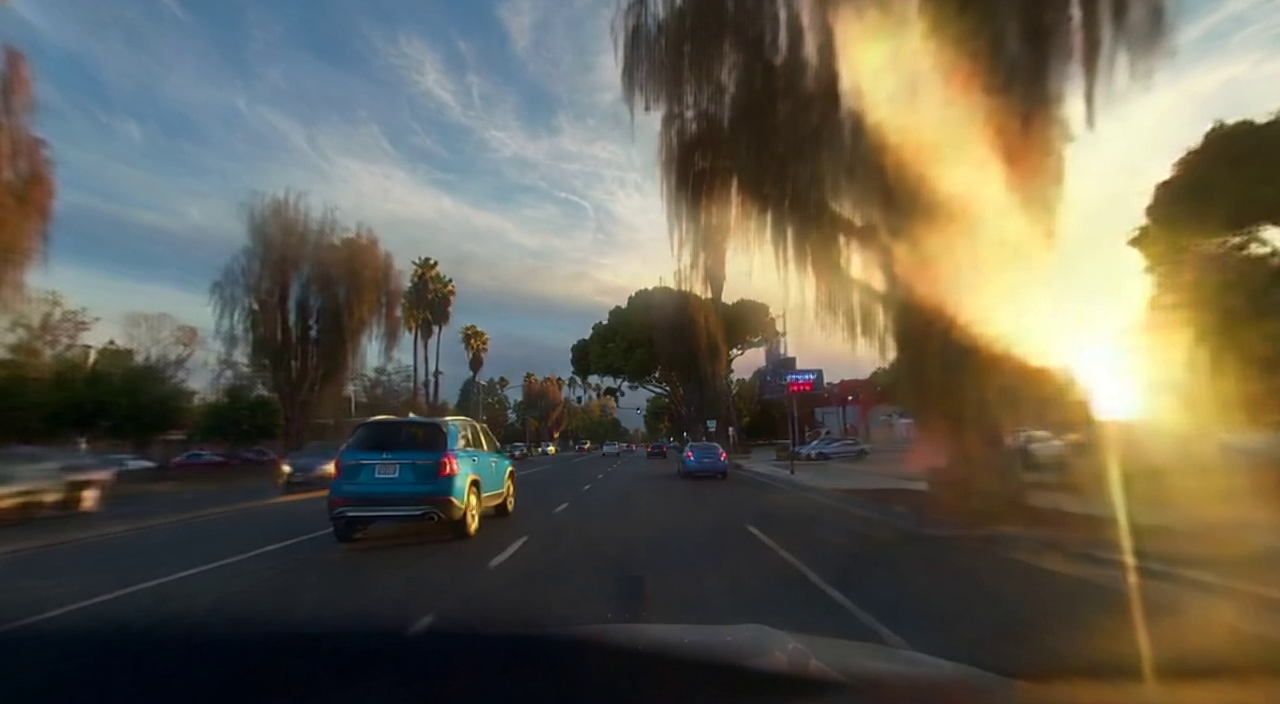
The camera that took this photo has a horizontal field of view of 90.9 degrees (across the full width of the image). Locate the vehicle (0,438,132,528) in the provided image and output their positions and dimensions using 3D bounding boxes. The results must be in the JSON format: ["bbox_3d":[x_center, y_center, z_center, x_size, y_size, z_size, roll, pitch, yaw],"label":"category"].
[{"bbox_3d":[-14.181,2.801,13.761,2.483,1.806,4.369,0,-9,0],"label":"vehicle"}]

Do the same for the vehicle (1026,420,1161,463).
[{"bbox_3d":[18.769,3.707,26.124,4.591,1.666,1.901,2,-9,-15],"label":"vehicle"}]

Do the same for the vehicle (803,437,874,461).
[{"bbox_3d":[12.188,5.977,38.898,1.874,1.386,3.745,6,-11,-36],"label":"vehicle"}]

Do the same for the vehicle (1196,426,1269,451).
[{"bbox_3d":[37.870,5.583,40.420,1.950,1.509,3.986,-4,-9,21],"label":"vehicle"}]

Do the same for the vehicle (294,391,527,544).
[{"bbox_3d":[-3.412,1.850,10.565,2.152,1.987,4.527,0,-9,0],"label":"vehicle"}]

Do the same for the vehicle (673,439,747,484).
[{"bbox_3d":[2.462,4.006,23.334,1.919,1.472,4.470,0,-9,-4],"label":"vehicle"}]

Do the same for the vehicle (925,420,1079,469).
[{"bbox_3d":[13.588,3.531,24.011,1.887,1.630,4.705,4,-10,-26],"label":"vehicle"}]
